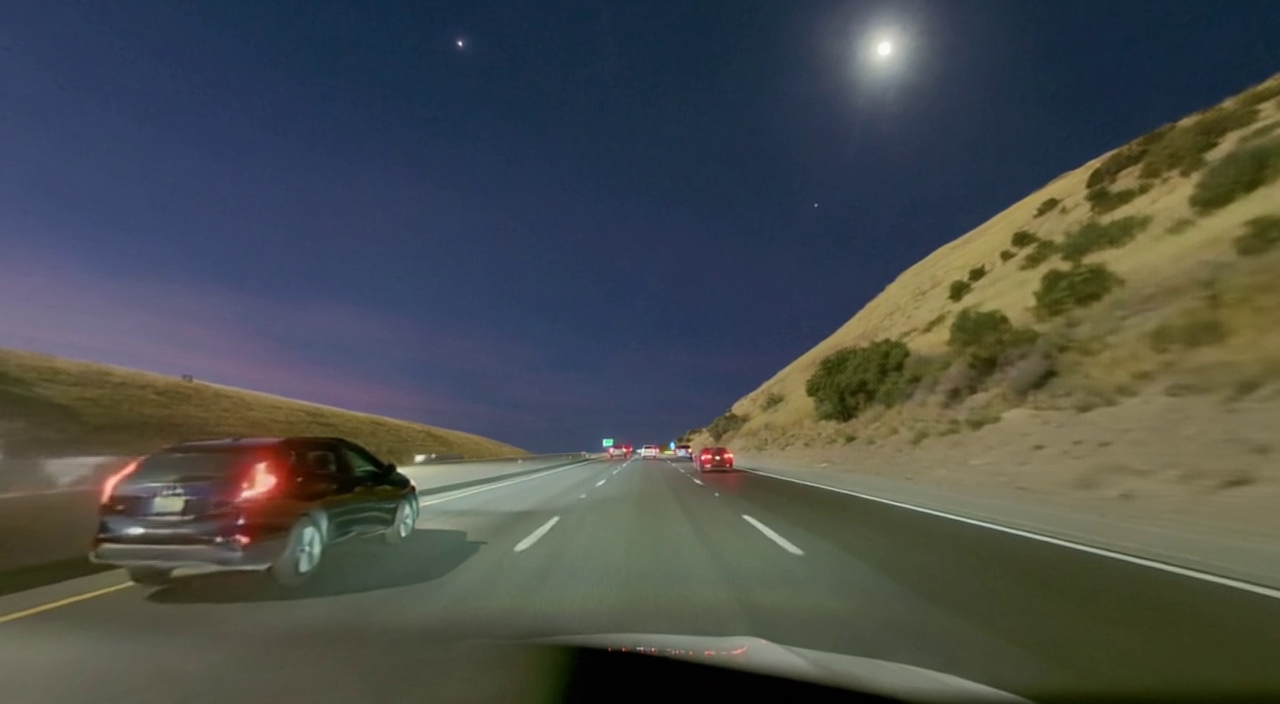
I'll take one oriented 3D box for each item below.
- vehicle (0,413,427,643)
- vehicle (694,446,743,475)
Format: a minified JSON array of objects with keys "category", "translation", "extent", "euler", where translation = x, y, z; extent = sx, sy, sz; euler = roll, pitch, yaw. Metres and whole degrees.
[{"category":"vehicle","translation":[-3.791,1.459,6.266],"extent":[1.910,1.521,3.930],"euler":[0,-8,1]},{"category":"vehicle","translation":[3.911,5.447,31.976],"extent":[1.976,1.352,3.602],"euler":[0,-8,-1]}]
